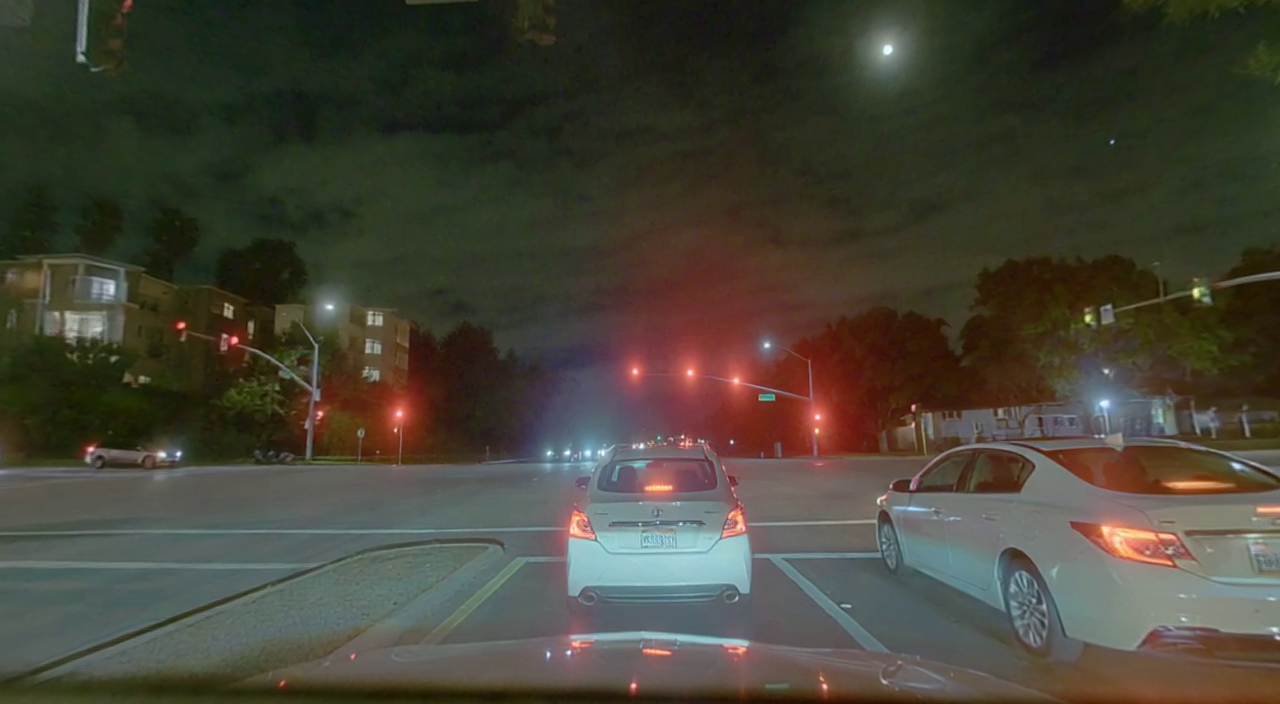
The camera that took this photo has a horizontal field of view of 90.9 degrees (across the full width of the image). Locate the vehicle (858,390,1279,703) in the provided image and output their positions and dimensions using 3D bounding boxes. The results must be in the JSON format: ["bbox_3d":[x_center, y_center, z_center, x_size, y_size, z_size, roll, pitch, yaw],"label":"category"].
[{"bbox_3d":[3.176,1.127,3.897,1.931,1.493,4.555,0,-8,-1],"label":"vehicle"}]

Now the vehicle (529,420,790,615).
[{"bbox_3d":[0.111,1.566,6.874,2.017,1.485,3.813,0,-8,-1],"label":"vehicle"}]

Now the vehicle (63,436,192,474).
[{"bbox_3d":[-24.272,4.869,29.991,4.450,1.684,1.894,0,-8,0],"label":"vehicle"}]
